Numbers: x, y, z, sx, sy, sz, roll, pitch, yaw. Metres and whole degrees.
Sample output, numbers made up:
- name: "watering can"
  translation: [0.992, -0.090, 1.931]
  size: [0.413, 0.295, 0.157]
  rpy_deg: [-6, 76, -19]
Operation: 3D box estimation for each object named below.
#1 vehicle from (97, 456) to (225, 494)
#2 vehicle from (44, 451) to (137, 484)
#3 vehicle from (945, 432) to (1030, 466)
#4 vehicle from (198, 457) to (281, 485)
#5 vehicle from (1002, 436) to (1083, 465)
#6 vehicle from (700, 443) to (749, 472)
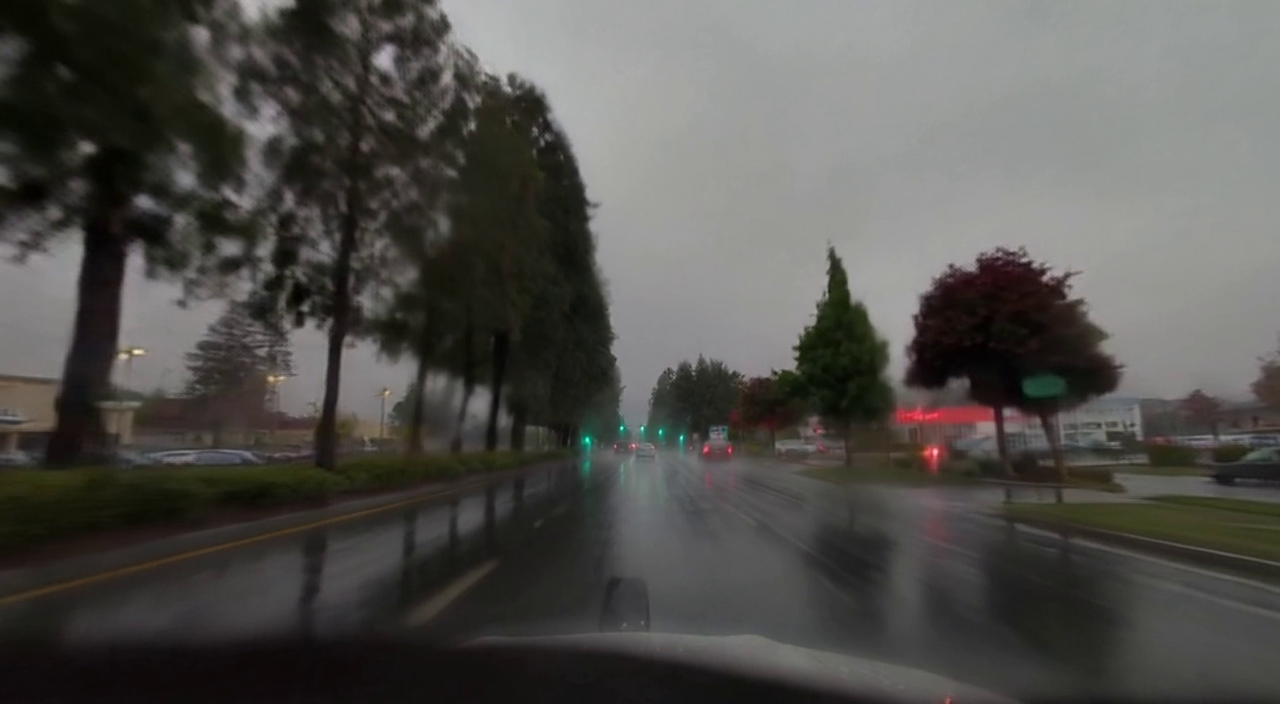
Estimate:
- name: "vehicle"
  translation: [-22.485, 5.760, 29.912]
  size: [2.111, 1.500, 5.131]
  rpy_deg: [-1, -8, -1]
- name: "vehicle"
  translation: [-31.542, 6.600, 36.403]
  size: [2.026, 1.692, 4.523]
  rpy_deg: [2, -9, -13]
- name: "vehicle"
  translation: [21.326, 5.987, 39.073]
  size: [2.124, 1.920, 5.946]
  rpy_deg: [0, -9, 3]
- name: "vehicle"
  translation: [-22.432, 6.676, 35.548]
  size: [1.771, 1.373, 4.308]
  rpy_deg: [0, -8, 2]
- name: "vehicle"
  translation: [24.683, 6.065, 38.902]
  size: [1.894, 1.656, 4.841]
  rpy_deg: [0, -8, 2]
- name: "vehicle"
  translation: [4.423, 5.574, 33.579]
  size: [1.916, 1.459, 4.335]
  rpy_deg: [0, -8, -1]
